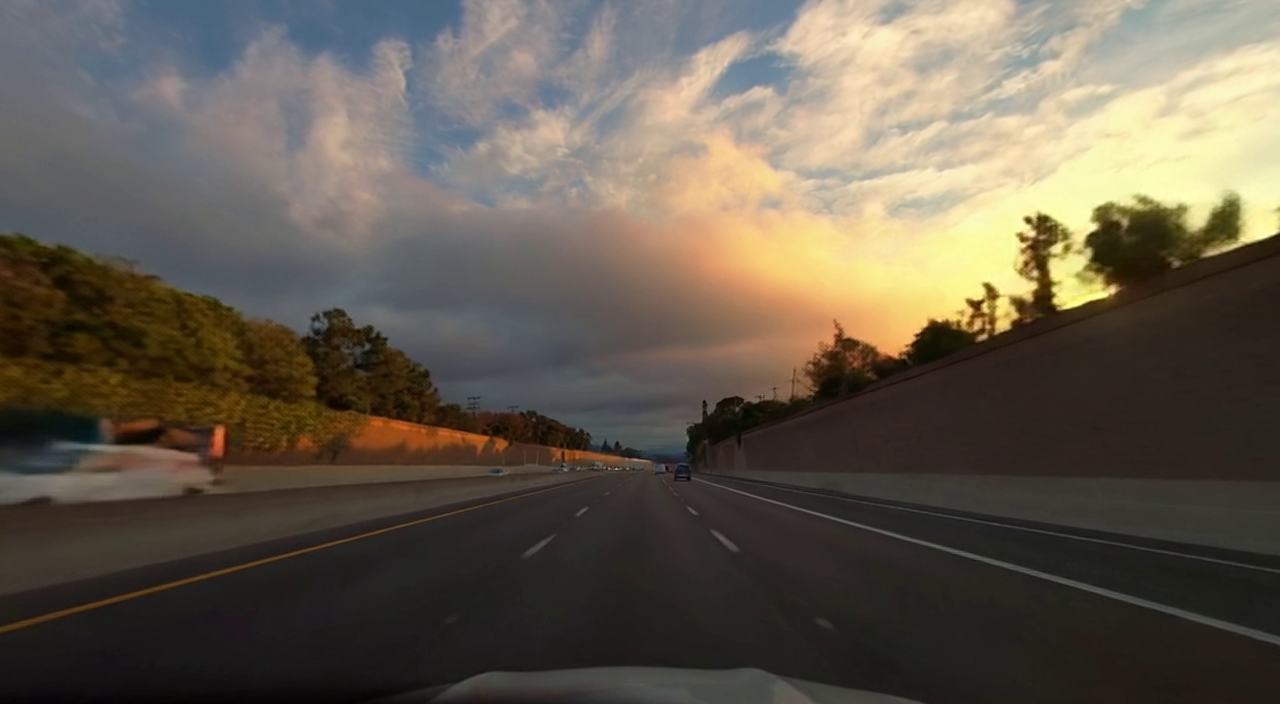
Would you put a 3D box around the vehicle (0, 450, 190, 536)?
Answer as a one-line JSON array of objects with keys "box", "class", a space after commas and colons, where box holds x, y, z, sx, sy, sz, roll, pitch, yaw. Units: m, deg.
[{"box": [-10.661, 2.583, 11.924, 1.690, 1.352, 3.506, 1, -10, -1], "class": "vehicle"}]
